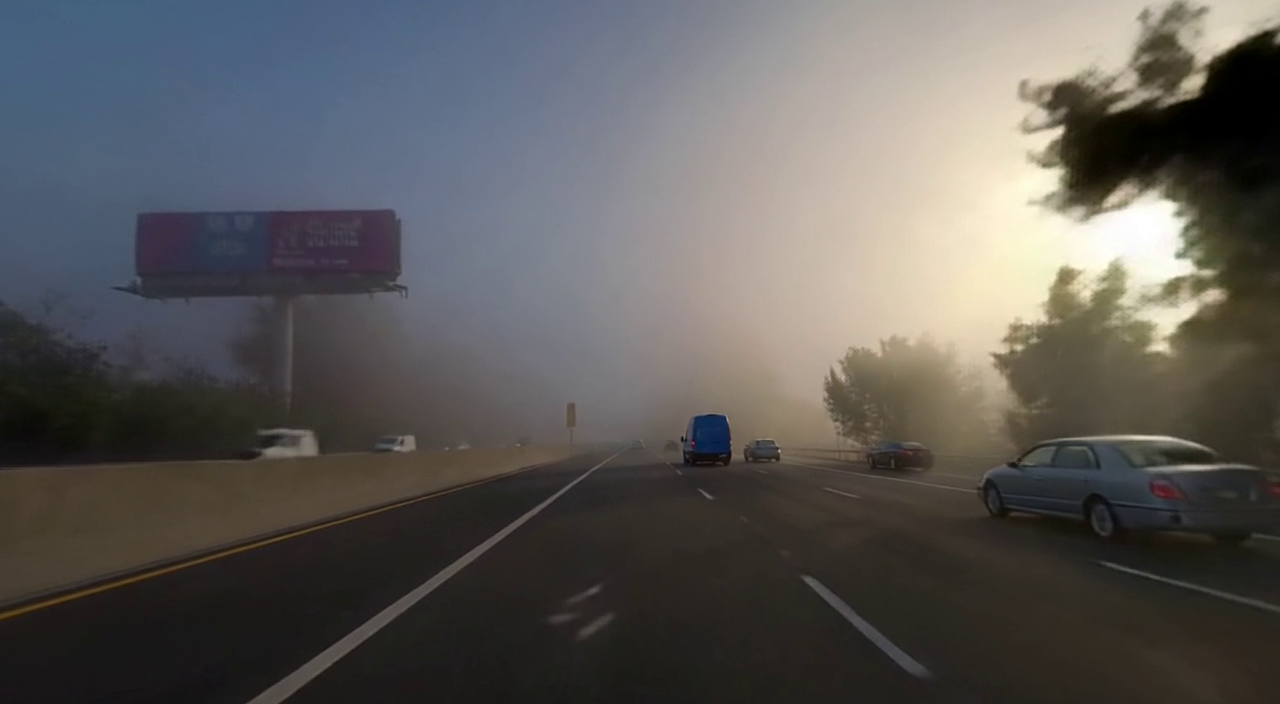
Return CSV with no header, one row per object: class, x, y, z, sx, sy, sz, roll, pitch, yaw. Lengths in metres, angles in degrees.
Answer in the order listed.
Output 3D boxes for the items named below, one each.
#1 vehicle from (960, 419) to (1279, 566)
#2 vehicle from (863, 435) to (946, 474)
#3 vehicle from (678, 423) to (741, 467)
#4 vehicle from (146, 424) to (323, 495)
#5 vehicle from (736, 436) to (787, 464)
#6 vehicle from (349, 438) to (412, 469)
vehicle,6.941,1.820,9.050,2.003,1.517,4.936,0,-8,0
vehicle,11.124,4.320,26.686,1.874,1.496,3.586,0,-8,-1
vehicle,3.504,4.871,32.850,2.546,2.087,5.404,0,-8,-2
vehicle,-13.998,3.744,22.317,2.442,2.115,5.788,-2,-8,0
vehicle,6.948,5.635,36.224,2.099,1.510,3.784,0,-8,-2
vehicle,-16.427,6.429,40.006,2.153,1.835,4.716,-1,-8,-2
